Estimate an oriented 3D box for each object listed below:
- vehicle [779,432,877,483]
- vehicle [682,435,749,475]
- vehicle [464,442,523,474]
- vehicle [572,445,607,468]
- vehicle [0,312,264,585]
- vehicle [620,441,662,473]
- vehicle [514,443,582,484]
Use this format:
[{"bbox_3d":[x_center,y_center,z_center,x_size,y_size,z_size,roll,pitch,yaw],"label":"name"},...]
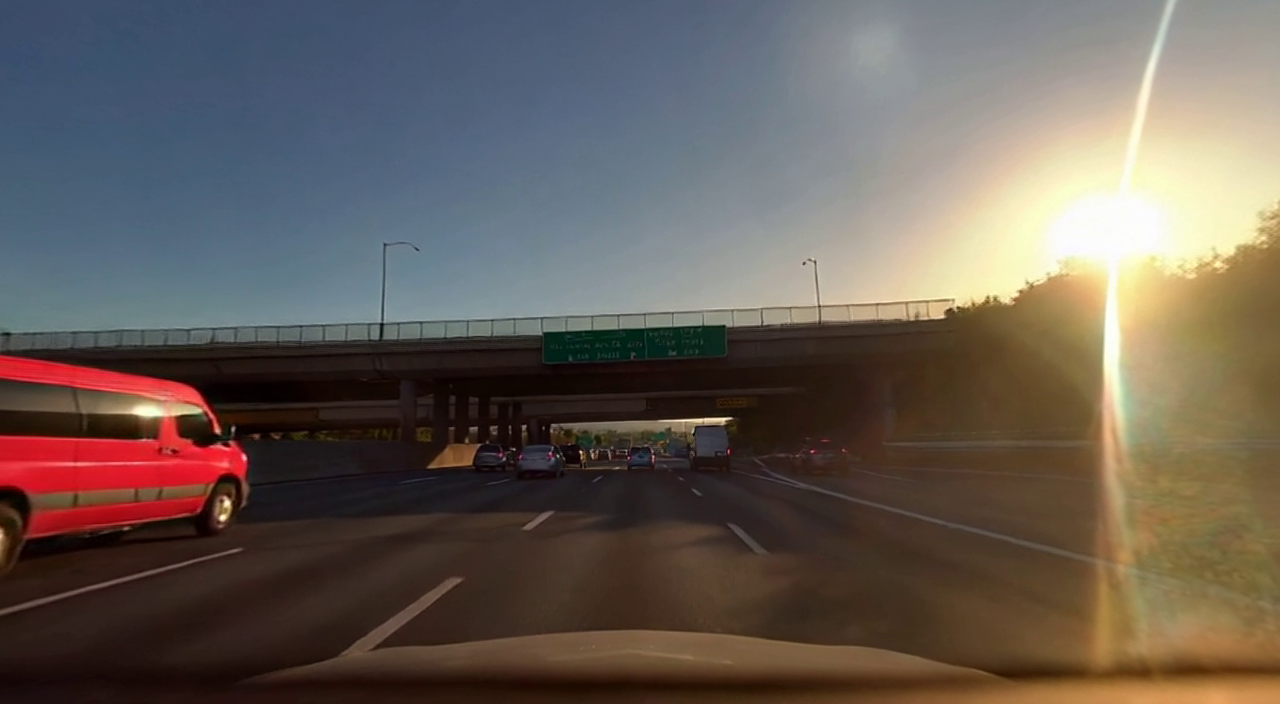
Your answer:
[{"bbox_3d":[7.524,4.299,26.025,2.304,1.840,5.706,0,-9,0],"label":"vehicle"},{"bbox_3d":[3.820,5.389,33.170,2.777,1.895,5.710,0,-9,0],"label":"vehicle"},{"bbox_3d":[-7.654,5.574,33.368,1.961,1.562,4.301,0,-9,1],"label":"vehicle"},{"bbox_3d":[-3.462,7.292,44.126,1.987,1.466,4.341,0,-9,1],"label":"vehicle"},{"bbox_3d":[-7.601,1.136,7.381,2.336,2.708,6.421,0,-9,0],"label":"vehicle"},{"bbox_3d":[0.072,5.706,34.426,2.115,1.617,4.102,0,-9,1],"label":"vehicle"},{"bbox_3d":[-3.501,4.333,24.768,1.970,1.483,4.071,0,-9,1],"label":"vehicle"}]
